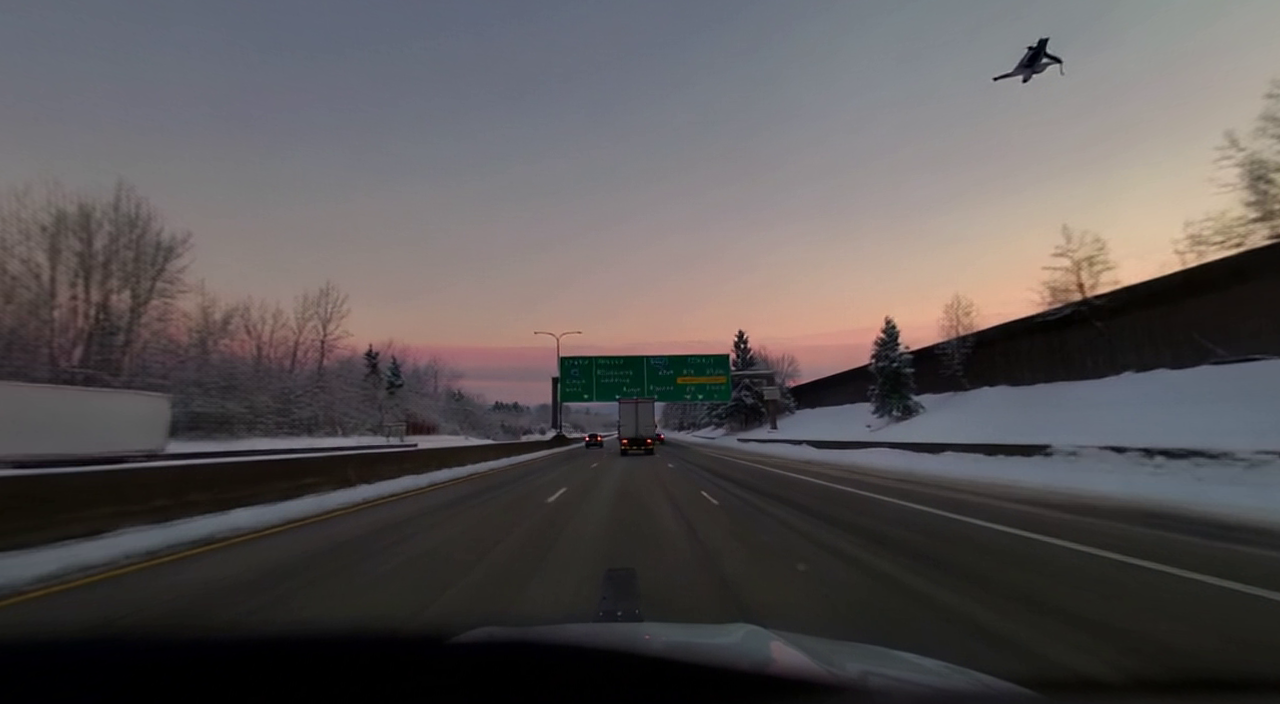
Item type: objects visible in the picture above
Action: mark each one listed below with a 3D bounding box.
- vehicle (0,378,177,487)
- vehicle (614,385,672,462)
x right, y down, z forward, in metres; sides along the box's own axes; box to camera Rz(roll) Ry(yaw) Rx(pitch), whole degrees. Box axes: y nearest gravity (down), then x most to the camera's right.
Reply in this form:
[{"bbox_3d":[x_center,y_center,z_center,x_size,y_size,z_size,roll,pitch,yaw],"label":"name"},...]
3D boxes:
[{"bbox_3d":[-25.885,3.530,27.345,2.990,4.107,11.120,0,-8,0],"label":"vehicle"},{"bbox_3d":[0.109,4.791,40.623,2.965,3.972,16.689,0,-8,0],"label":"vehicle"}]
